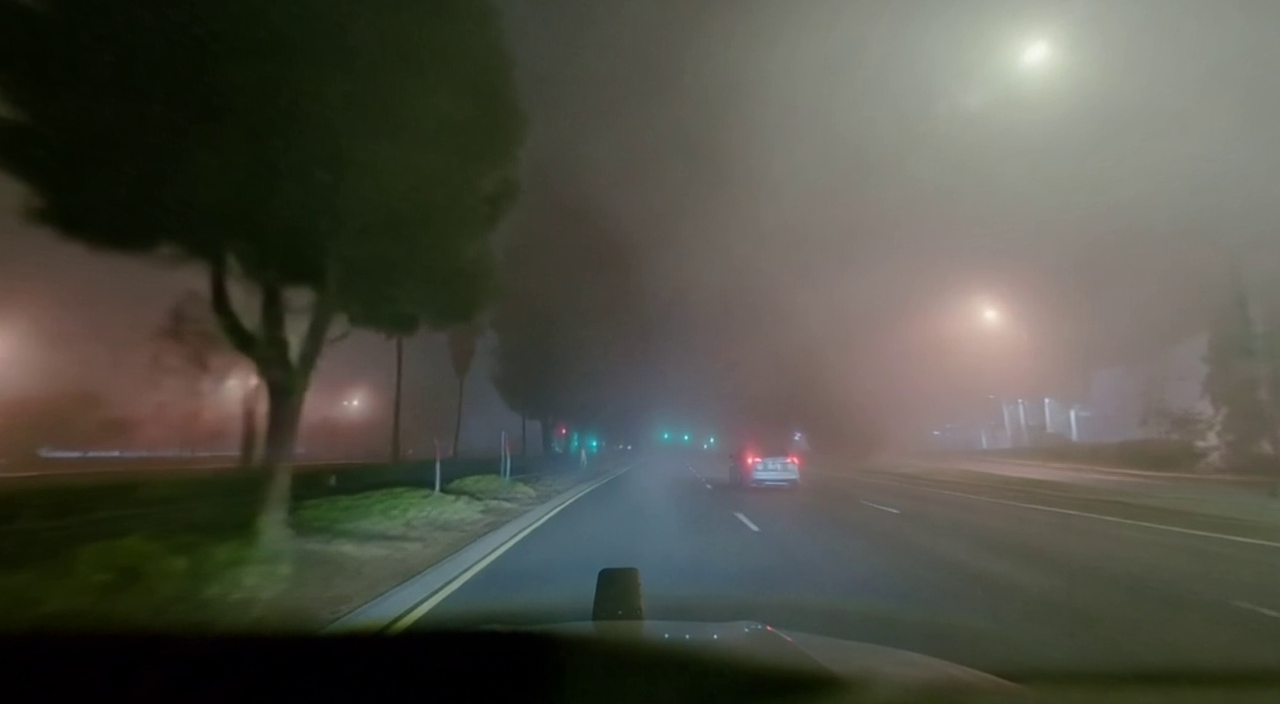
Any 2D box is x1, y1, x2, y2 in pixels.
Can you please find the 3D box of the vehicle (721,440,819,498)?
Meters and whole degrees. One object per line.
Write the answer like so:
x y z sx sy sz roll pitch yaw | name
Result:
3.657 3.365 18.624 1.928 1.481 4.453 0 -9 0 | vehicle
